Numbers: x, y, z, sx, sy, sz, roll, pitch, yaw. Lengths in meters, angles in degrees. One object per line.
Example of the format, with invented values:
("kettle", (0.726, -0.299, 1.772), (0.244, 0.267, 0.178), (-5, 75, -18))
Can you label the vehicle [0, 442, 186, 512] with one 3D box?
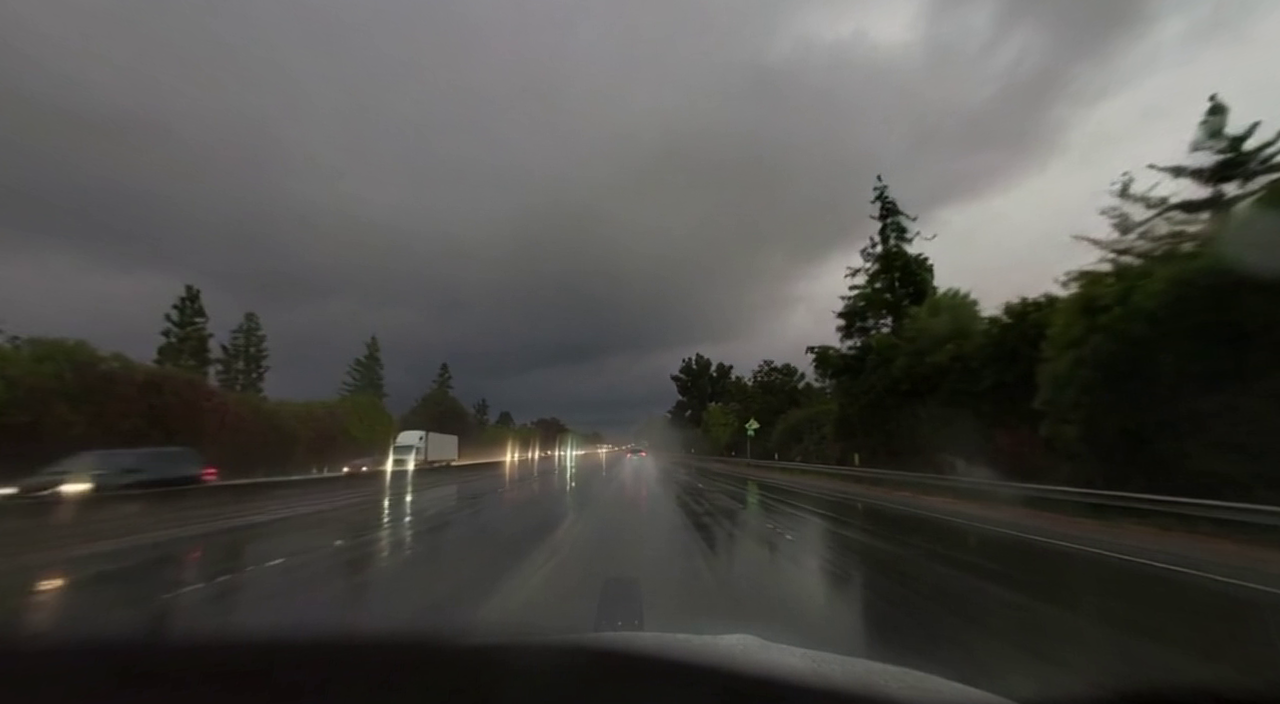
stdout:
("vehicle", (-15.544, 3.449, 17.742), (2.106, 1.697, 4.344), (0, -9, -1))
